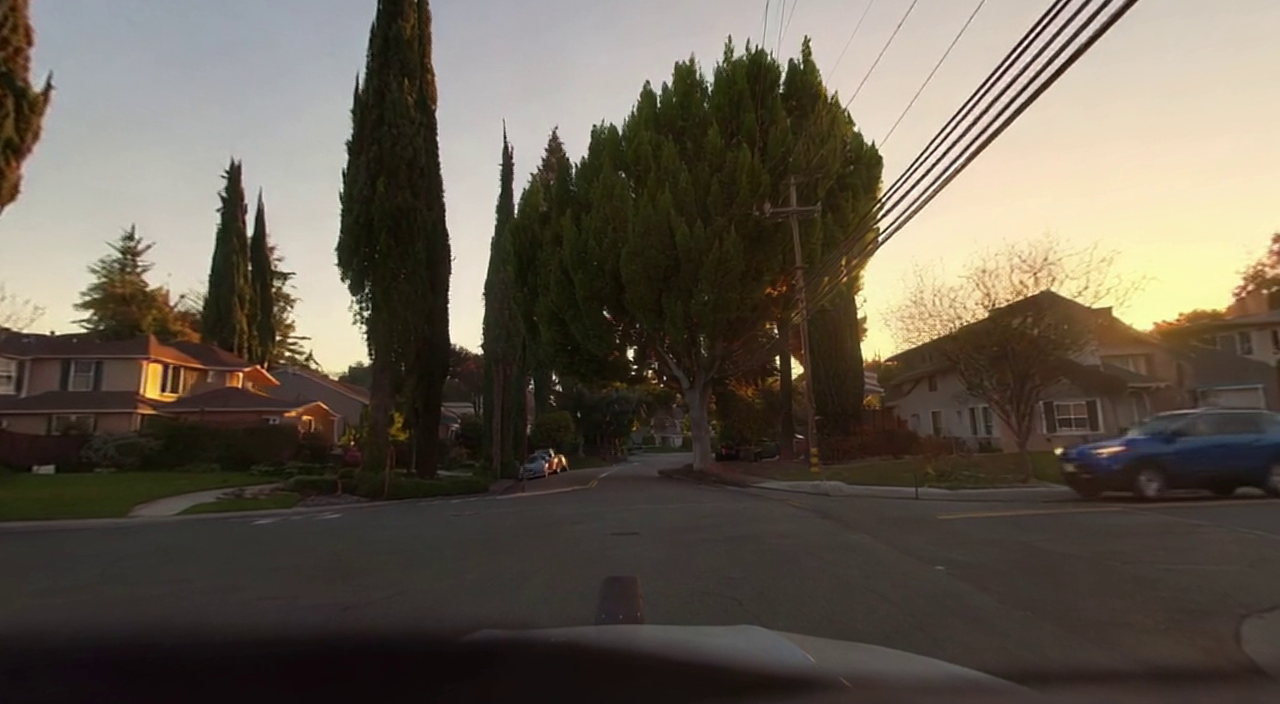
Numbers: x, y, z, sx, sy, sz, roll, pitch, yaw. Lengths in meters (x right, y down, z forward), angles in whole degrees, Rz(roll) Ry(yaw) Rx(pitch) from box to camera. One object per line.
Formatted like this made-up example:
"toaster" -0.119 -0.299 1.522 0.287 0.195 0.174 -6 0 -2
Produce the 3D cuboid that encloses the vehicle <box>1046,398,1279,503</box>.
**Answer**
"vehicle" 11.121 1.906 12.385 4.809 1.834 2.181 0 -8 -2

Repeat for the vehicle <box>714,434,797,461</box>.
"vehicle" 7.266 6.062 40.053 4.784 1.647 1.947 0 -8 -5
